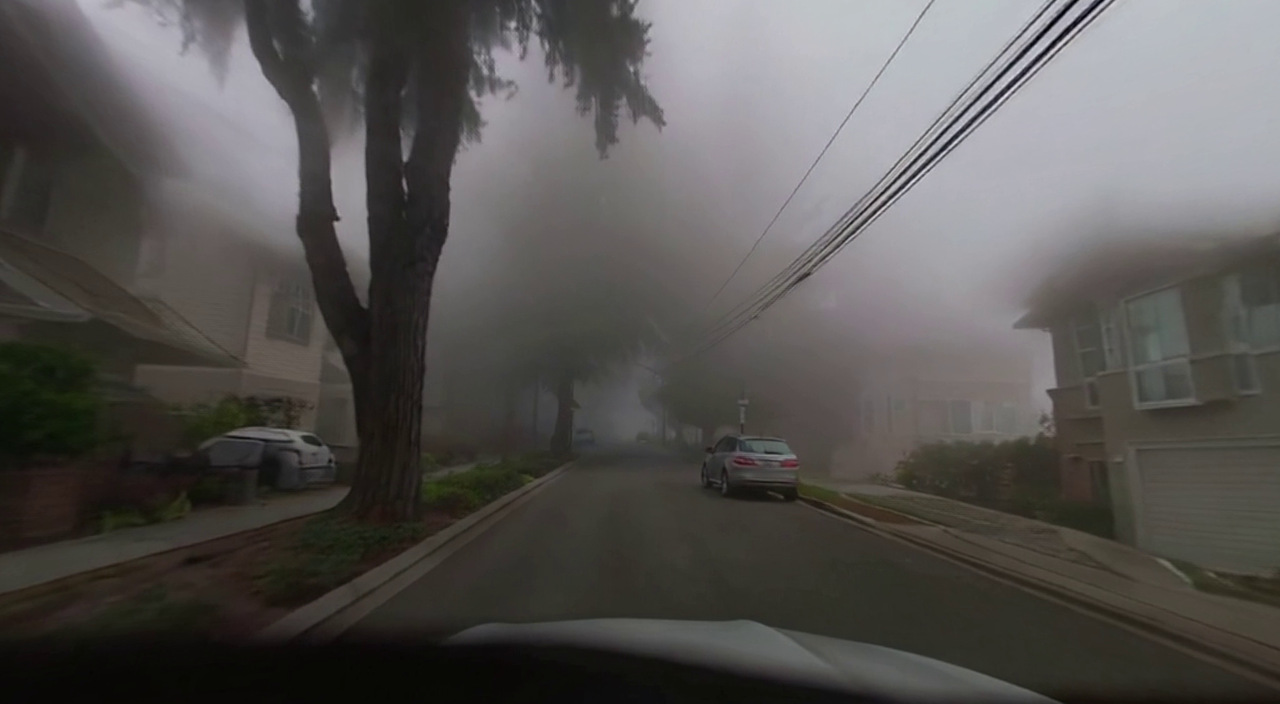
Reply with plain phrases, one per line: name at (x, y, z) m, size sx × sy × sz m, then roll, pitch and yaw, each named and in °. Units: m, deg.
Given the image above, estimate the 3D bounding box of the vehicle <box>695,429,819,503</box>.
vehicle at (2.612, 2.625, 15.129) m, size 1.955 × 1.498 × 4.046 m, roll 0°, pitch -7°, yaw -4°
